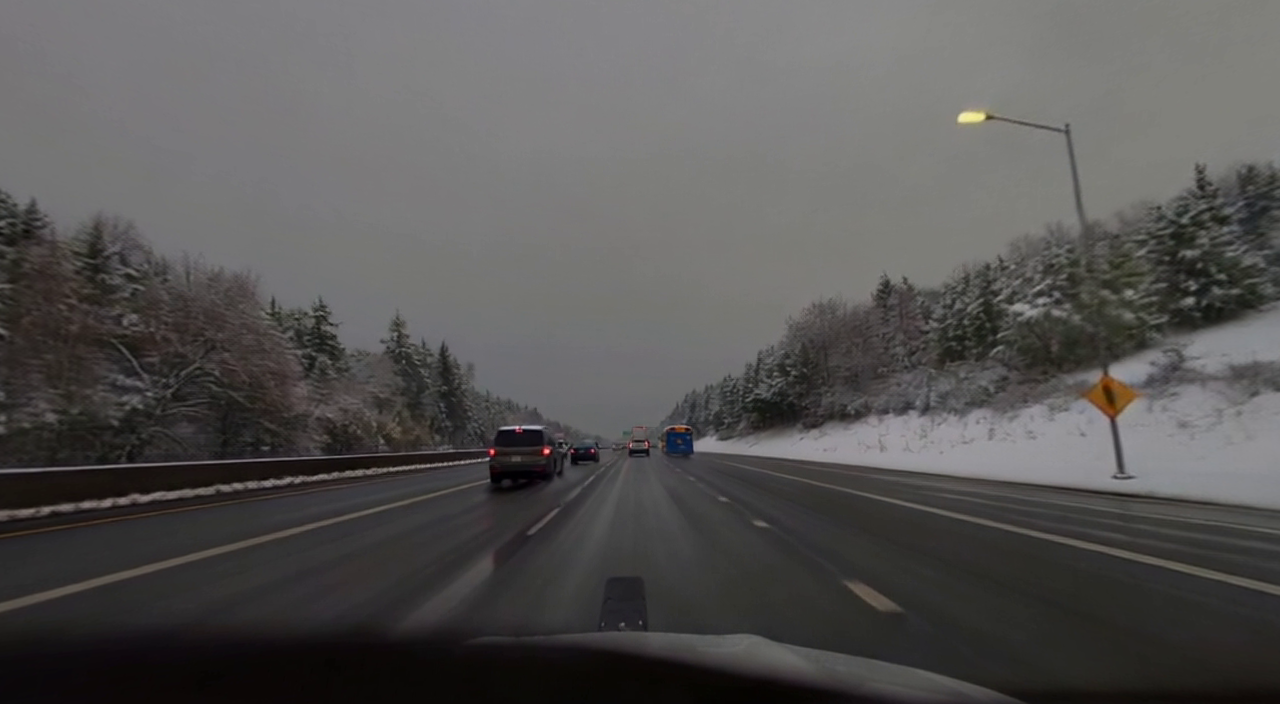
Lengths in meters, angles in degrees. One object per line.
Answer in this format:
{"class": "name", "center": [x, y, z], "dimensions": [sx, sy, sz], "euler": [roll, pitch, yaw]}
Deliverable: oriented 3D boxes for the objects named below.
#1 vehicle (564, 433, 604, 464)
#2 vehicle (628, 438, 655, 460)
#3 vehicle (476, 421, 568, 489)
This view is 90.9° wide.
{"class": "vehicle", "center": [-3.495, 6.133, 40.243], "dimensions": [2.155, 1.843, 4.567], "euler": [0, -8, 0]}
{"class": "vehicle", "center": [0.127, 7.632, 49.539], "dimensions": [2.042, 1.632, 3.654], "euler": [0, -8, -1]}
{"class": "vehicle", "center": [-3.639, 3.283, 20.343], "dimensions": [2.016, 1.898, 4.458], "euler": [0, -8, 1]}
